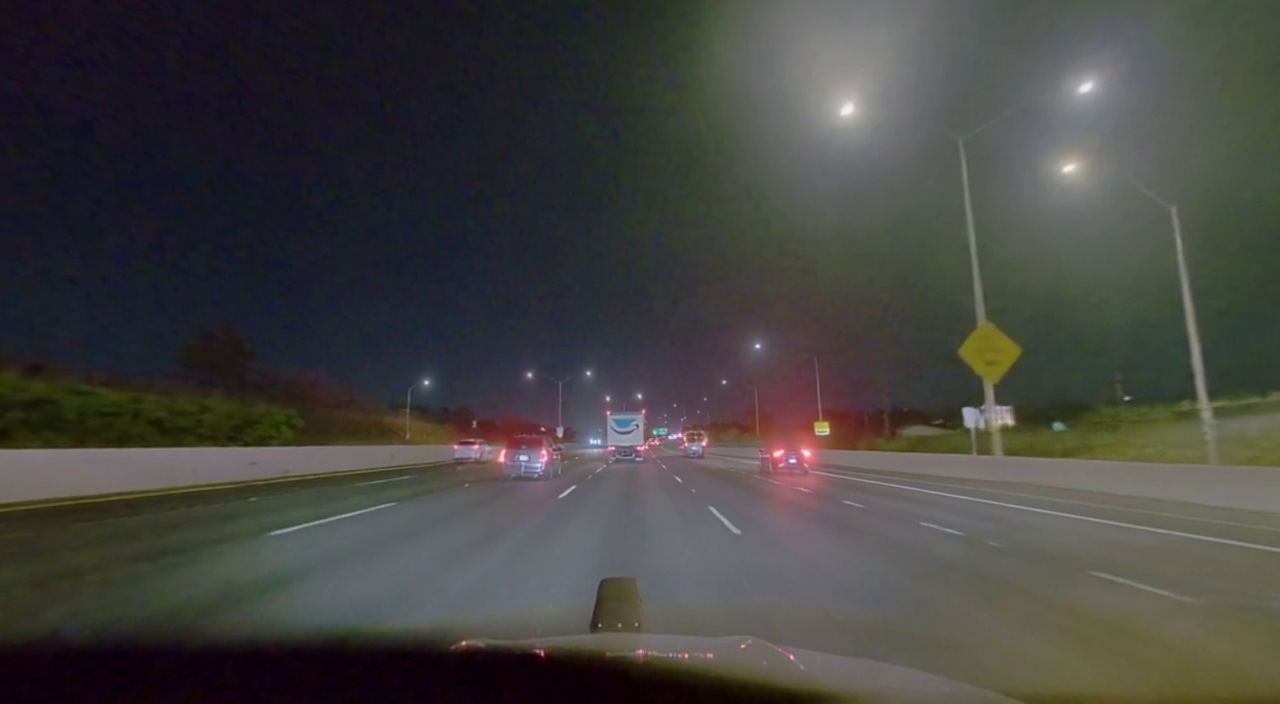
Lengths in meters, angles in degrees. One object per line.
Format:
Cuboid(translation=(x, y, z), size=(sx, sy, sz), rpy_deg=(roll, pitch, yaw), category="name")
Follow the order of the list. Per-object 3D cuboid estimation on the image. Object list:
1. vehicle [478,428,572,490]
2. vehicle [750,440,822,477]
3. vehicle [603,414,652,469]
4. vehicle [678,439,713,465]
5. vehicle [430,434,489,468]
Cuboid(translation=(-3.412, 3.289, 19.580), size=(2.095, 1.688, 4.188), rpy_deg=(0, -9, 1), category="vehicle")
Cuboid(translation=(6.416, 4.719, 28.238), size=(1.970, 1.499, 4.491), rpy_deg=(1, -9, -2), category="vehicle")
Cuboid(translation=(-0.556, 4.956, 34.754), size=(2.456, 2.705, 6.251), rpy_deg=(0, -9, 1), category="vehicle")
Cuboid(translation=(3.681, 6.710, 42.503), size=(2.067, 1.654, 3.985), rpy_deg=(0, -9, 0), category="vehicle")
Cuboid(translation=(-10.123, 5.588, 35.690), size=(2.023, 1.739, 4.229), rpy_deg=(0, -9, 0), category="vehicle")
